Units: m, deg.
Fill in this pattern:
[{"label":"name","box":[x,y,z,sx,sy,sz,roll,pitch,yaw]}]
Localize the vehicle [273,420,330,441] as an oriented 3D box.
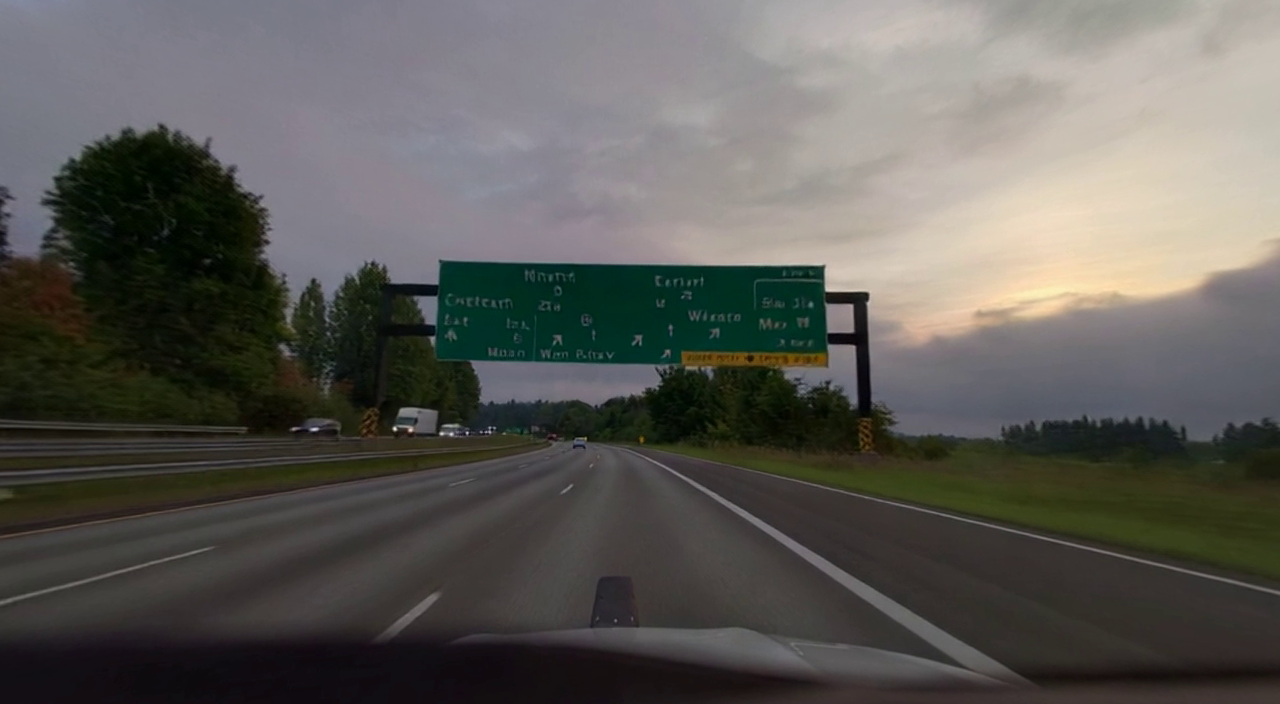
[{"label":"vehicle","box":[-26.392,6.158,49.233,1.784,1.525,5.025,0,-8,-2]}]
